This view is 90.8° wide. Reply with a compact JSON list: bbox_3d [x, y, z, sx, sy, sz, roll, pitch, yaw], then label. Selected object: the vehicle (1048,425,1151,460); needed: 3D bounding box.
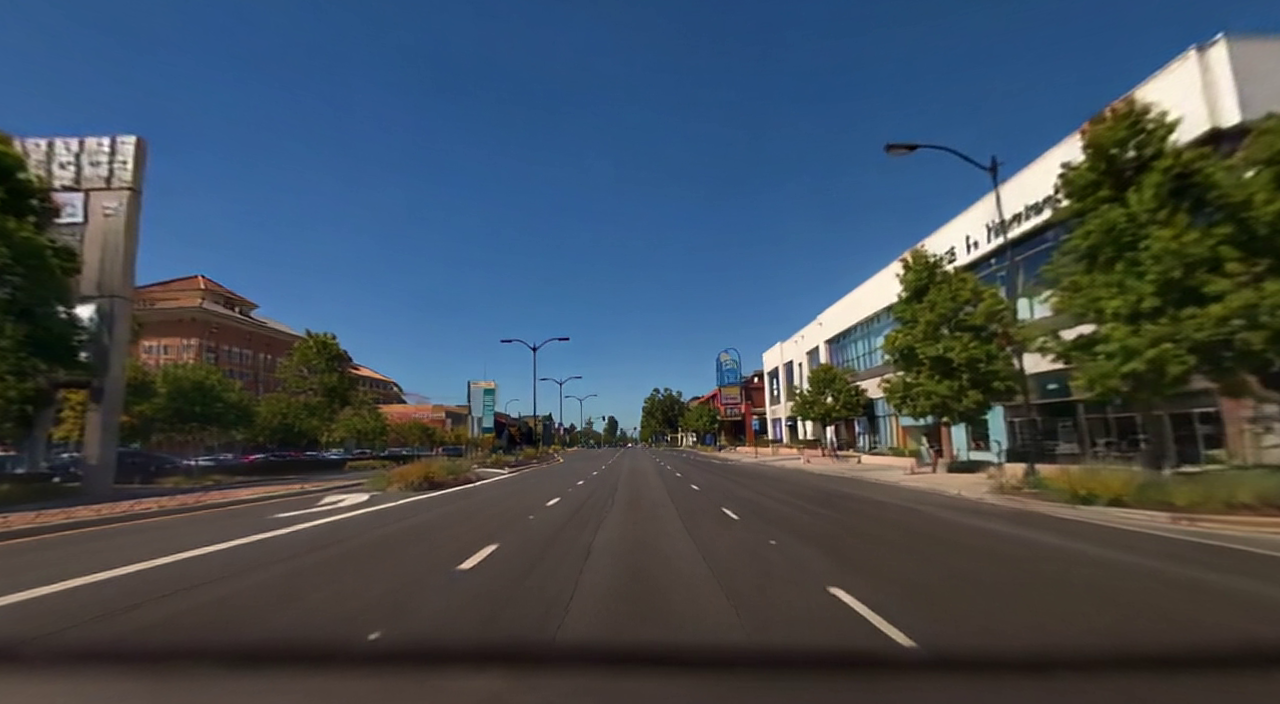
[{"bbox_3d":[29.700,5.813,40.798,6.327,1.962,2.210,1,-9,-23],"label":"vehicle"}]
